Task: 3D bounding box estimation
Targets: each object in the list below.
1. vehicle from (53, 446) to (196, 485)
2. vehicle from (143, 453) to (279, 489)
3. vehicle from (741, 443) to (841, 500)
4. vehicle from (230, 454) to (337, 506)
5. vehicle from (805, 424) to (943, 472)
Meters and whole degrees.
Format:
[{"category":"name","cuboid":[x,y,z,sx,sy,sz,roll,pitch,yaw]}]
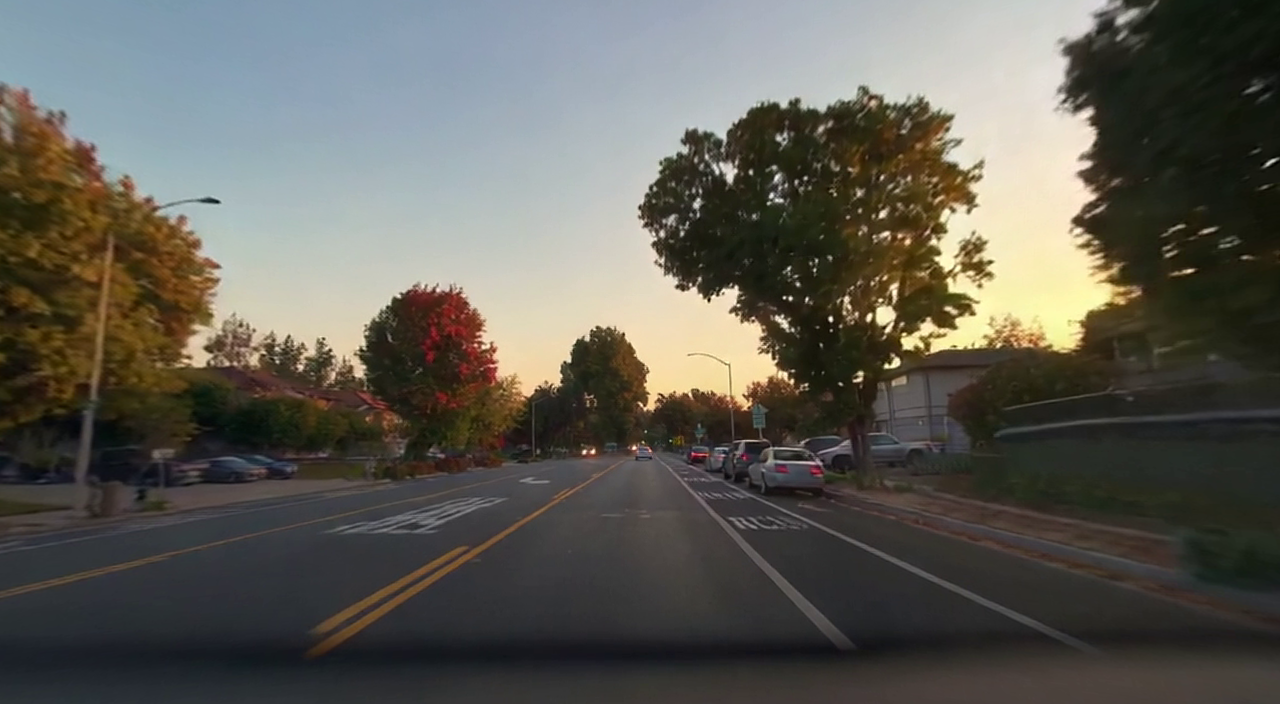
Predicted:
[{"category":"vehicle","cuboid":[-25.341,5.581,31.090,5.153,1.806,2.136,0,-8,1]},{"category":"vehicle","cuboid":[-19.646,5.456,29.001,4.833,1.500,1.896,0,-8,-1]},{"category":"vehicle","cuboid":[4.405,3.536,19.078,1.918,1.510,4.323,0,-8,0]},{"category":"vehicle","cuboid":[-12.892,4.614,23.057,1.879,1.491,3.678,-3,-7,-1]},{"category":"vehicle","cuboid":[10.970,4.527,29.813,5.561,1.953,2.150,-2,-8,-1]}]
